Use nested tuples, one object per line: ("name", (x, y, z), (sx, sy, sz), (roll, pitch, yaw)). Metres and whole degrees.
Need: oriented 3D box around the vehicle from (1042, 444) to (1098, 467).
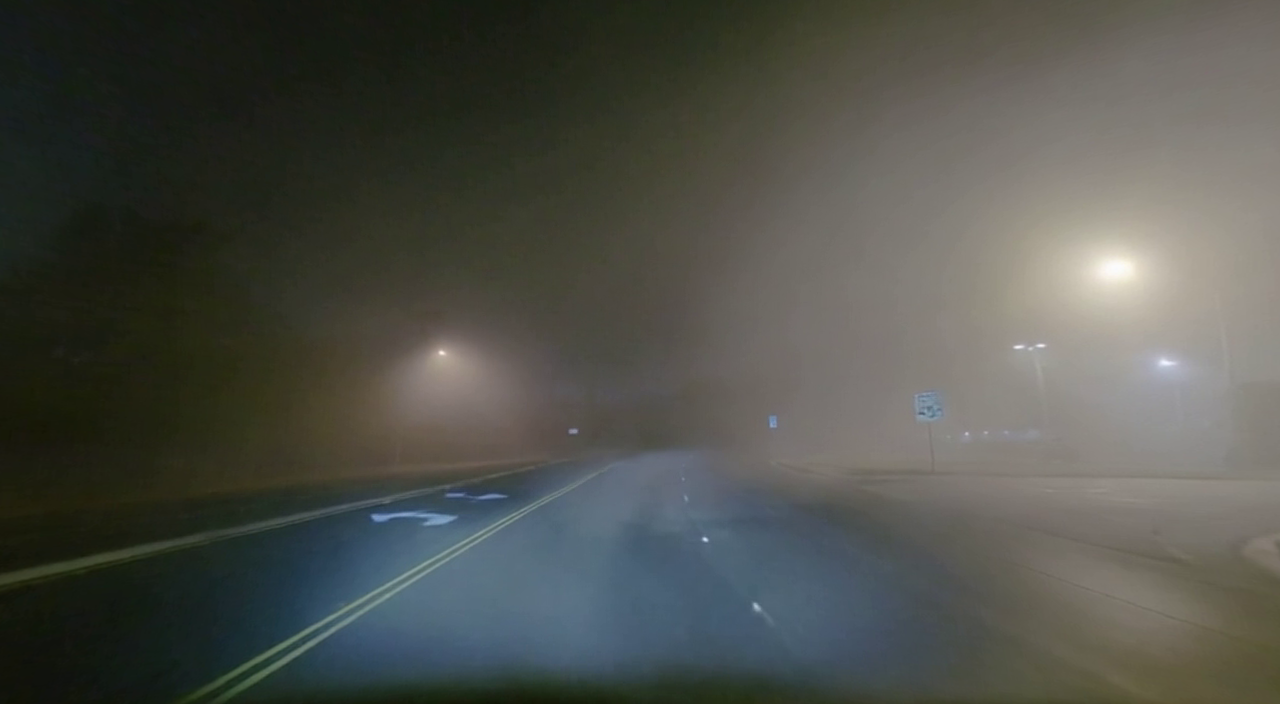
("vehicle", (31.840, 7.754, 46.938), (1.807, 1.443, 4.905), (-1, -11, 14))
